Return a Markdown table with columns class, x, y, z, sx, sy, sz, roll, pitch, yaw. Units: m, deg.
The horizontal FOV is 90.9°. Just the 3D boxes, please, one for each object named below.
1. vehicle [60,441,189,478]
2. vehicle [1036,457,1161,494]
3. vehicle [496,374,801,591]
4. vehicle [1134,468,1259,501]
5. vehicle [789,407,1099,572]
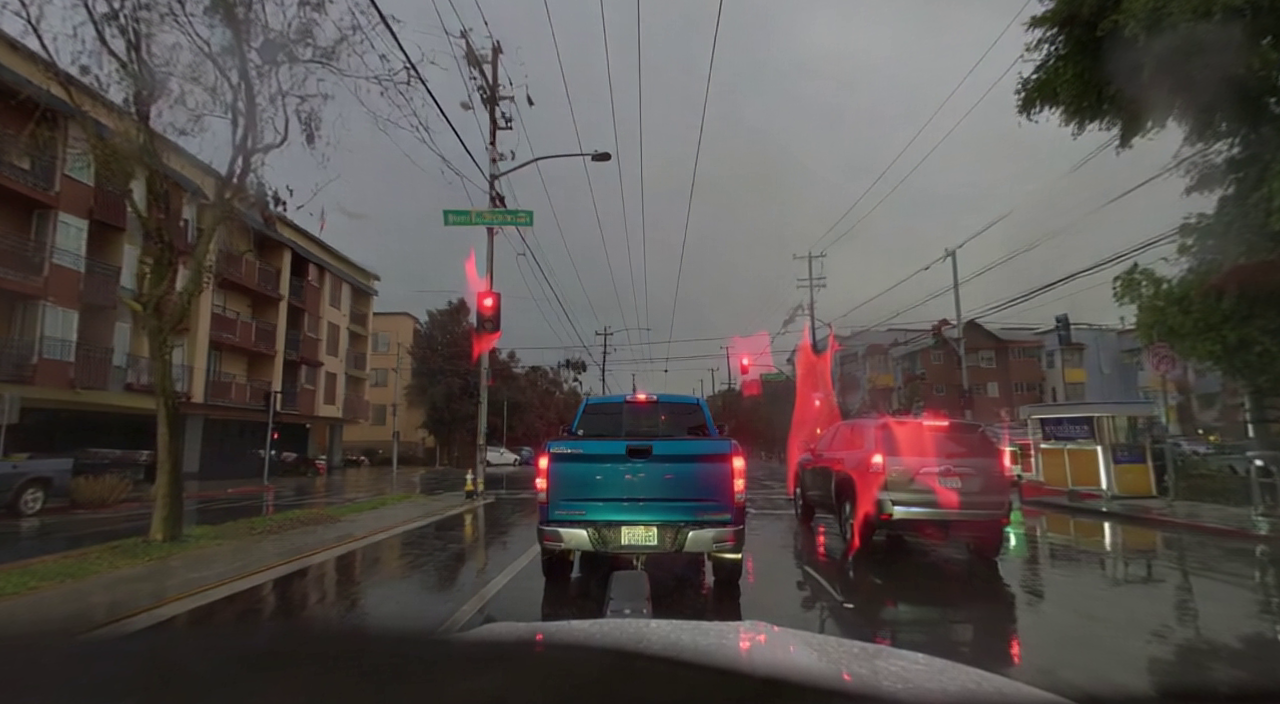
| class | x | y | z | sx | sy | sz | roll | pitch | yaw |
| --- | --- | --- | --- | --- | --- | --- | --- | --- | --- |
| vehicle | -24.852 | 5.163 | 30.477 | 4.563 | 1.692 | 1.778 | 0 | -8 | -1 |
| vehicle | 21.844 | 5.876 | 30.159 | 4.498 | 1.618 | 1.843 | 0 | -8 | 0 |
| vehicle | 0.109 | 1.550 | 8.304 | 2.738 | 1.959 | 5.070 | 0 | -8 | 1 |
| vehicle | 26.373 | 6.279 | 29.980 | 4.071 | 1.388 | 1.884 | 0 | -8 | 1 |
| vehicle | 3.845 | 1.837 | 9.236 | 2.131 | 1.759 | 4.762 | 0 | -8 | 0 |
